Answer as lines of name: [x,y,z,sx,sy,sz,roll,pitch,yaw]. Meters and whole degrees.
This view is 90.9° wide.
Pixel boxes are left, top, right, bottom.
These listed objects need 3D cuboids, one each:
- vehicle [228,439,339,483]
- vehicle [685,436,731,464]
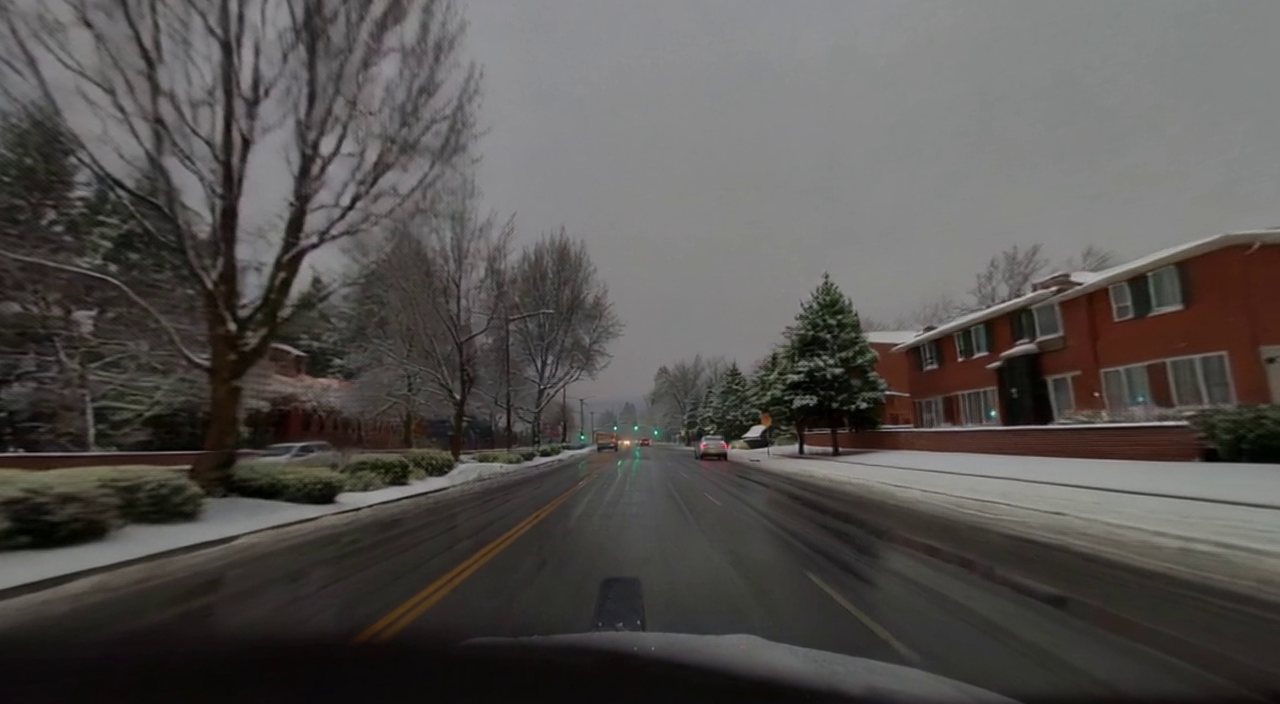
vehicle: [-17.117,5.229,30.675,2.208,1.899,5.269,0,-8,1]
vehicle: [4.050,5.919,38.264,2.237,1.578,4.621,0,-8,-1]
